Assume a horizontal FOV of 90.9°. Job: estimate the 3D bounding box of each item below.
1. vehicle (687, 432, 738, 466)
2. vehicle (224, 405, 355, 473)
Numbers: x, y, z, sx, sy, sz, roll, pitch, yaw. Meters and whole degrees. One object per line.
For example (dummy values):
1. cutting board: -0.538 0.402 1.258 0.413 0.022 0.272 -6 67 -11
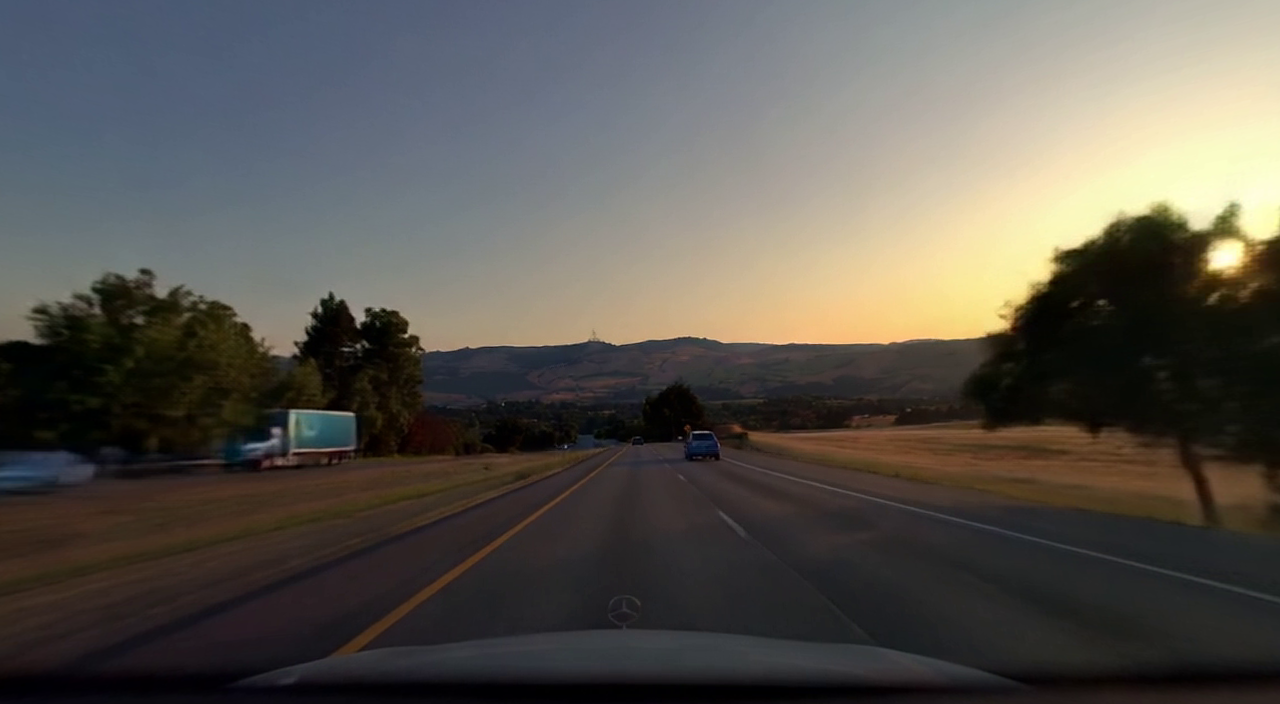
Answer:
1. vehicle: 3.664 5.007 32.644 2.157 1.640 4.056 0 -8 1
2. vehicle: -21.393 5.453 39.303 2.949 3.757 8.813 0 -8 0
